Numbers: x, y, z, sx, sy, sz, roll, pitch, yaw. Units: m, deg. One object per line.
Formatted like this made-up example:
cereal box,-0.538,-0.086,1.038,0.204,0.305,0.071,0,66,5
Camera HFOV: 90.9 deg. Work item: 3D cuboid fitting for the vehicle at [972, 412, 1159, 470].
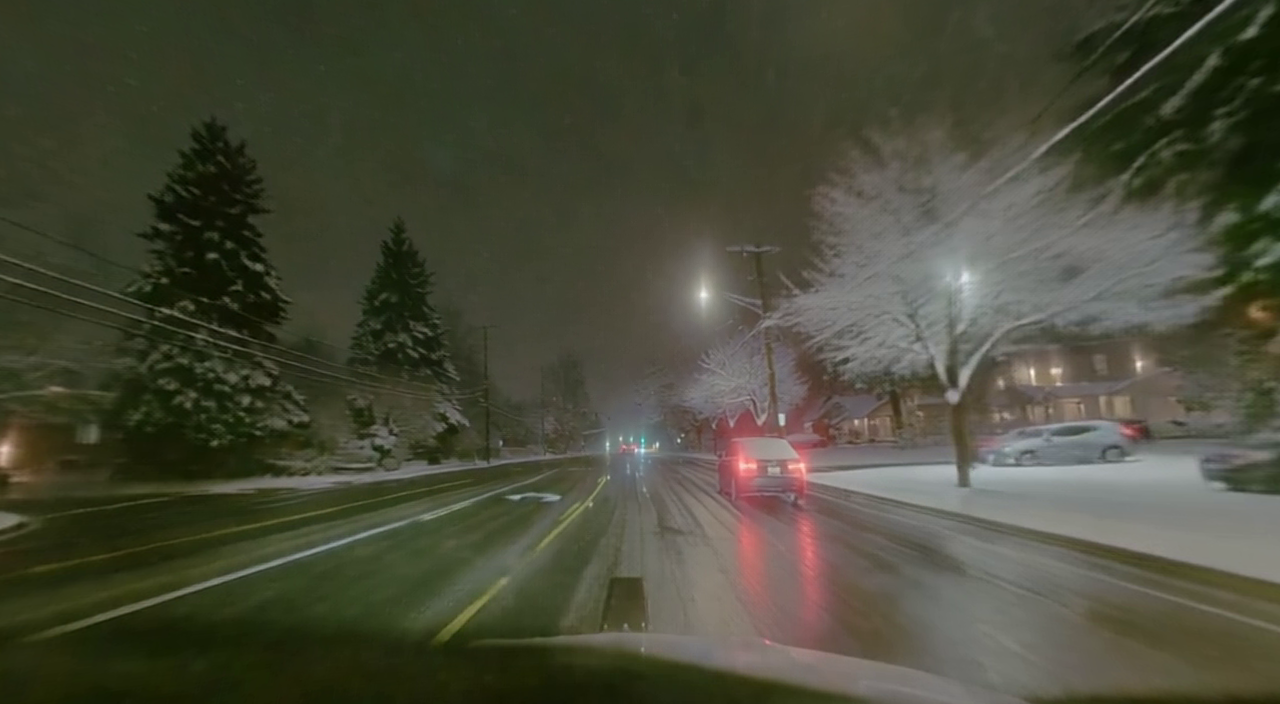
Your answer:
vehicle,14.342,3.038,21.479,4.788,1.815,2.114,0,-8,-1

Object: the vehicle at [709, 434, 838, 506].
vehicle,3.043,2.796,15.438,2.134,1.476,4.327,0,-8,-1

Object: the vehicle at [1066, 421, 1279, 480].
vehicle,13.993,2.547,16.351,4.344,1.387,2.053,-1,-8,1
